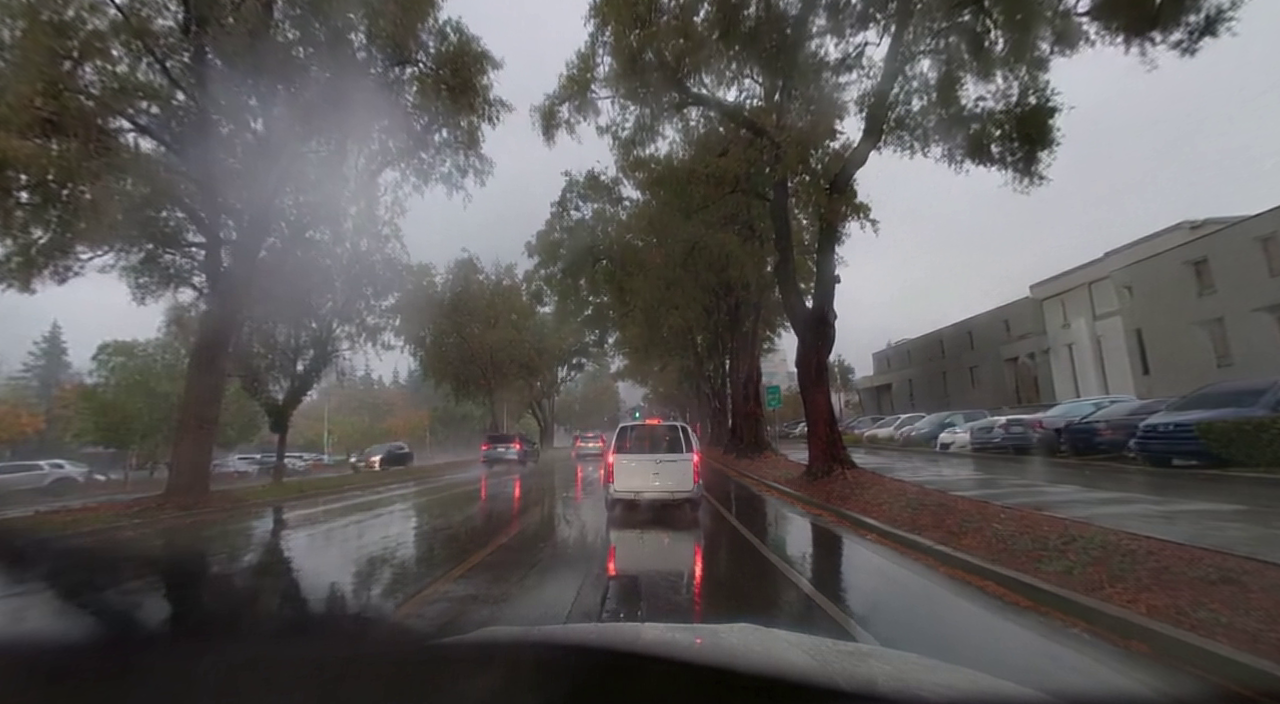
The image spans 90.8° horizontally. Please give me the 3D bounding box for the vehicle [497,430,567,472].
[{"bbox_3d":[-5.278,4.920,31.583,2.154,1.902,4.735,-1,-9,7],"label":"vehicle"}]

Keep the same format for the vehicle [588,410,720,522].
[{"bbox_3d":[0.305,2.193,12.582,2.173,1.830,4.189,0,-9,2],"label":"vehicle"}]

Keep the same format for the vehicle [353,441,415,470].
[{"bbox_3d":[-18.590,7.519,46.090,2.033,1.923,4.658,-1,-9,8],"label":"vehicle"}]
